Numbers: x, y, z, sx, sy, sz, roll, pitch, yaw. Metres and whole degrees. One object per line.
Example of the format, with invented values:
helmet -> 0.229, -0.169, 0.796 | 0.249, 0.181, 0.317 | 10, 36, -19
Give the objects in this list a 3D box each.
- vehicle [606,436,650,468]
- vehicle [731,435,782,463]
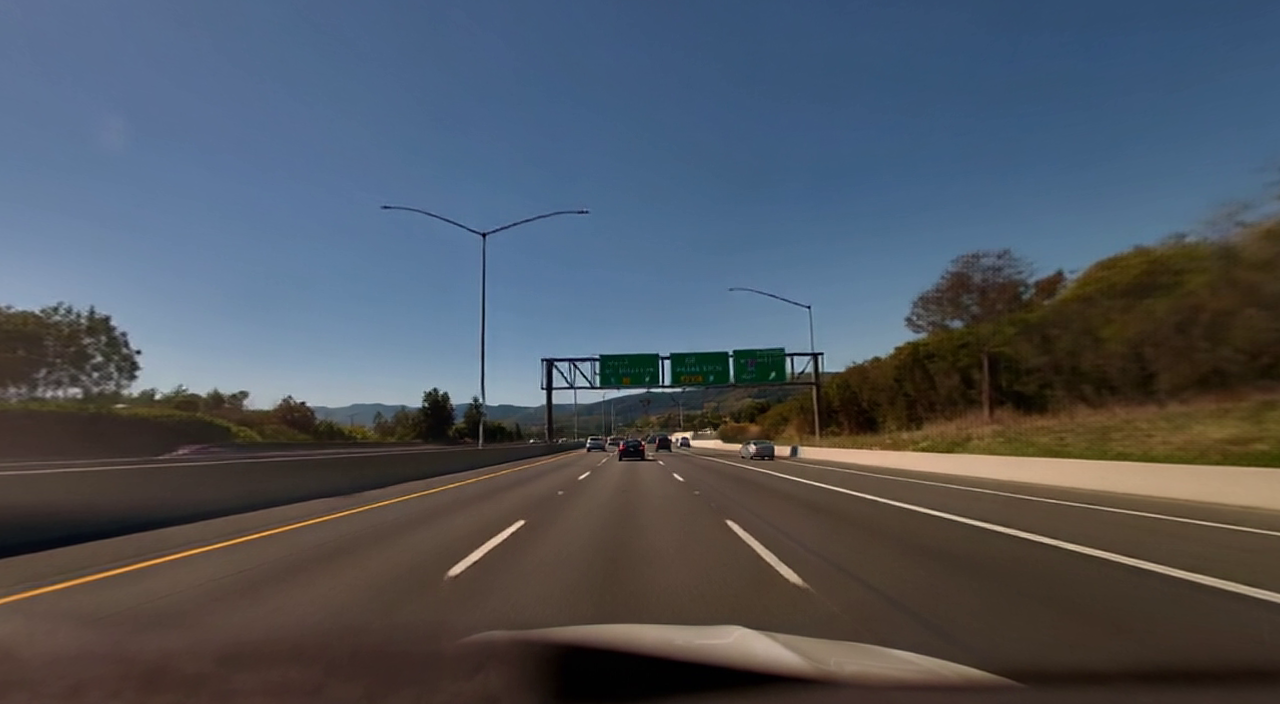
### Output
vehicle -> -0.589, 4.914, 31.095 | 1.985, 1.457, 4.227 | 0, -8, -1
vehicle -> 6.587, 5.538, 36.062 | 1.935, 1.478, 4.433 | 0, -8, -2
